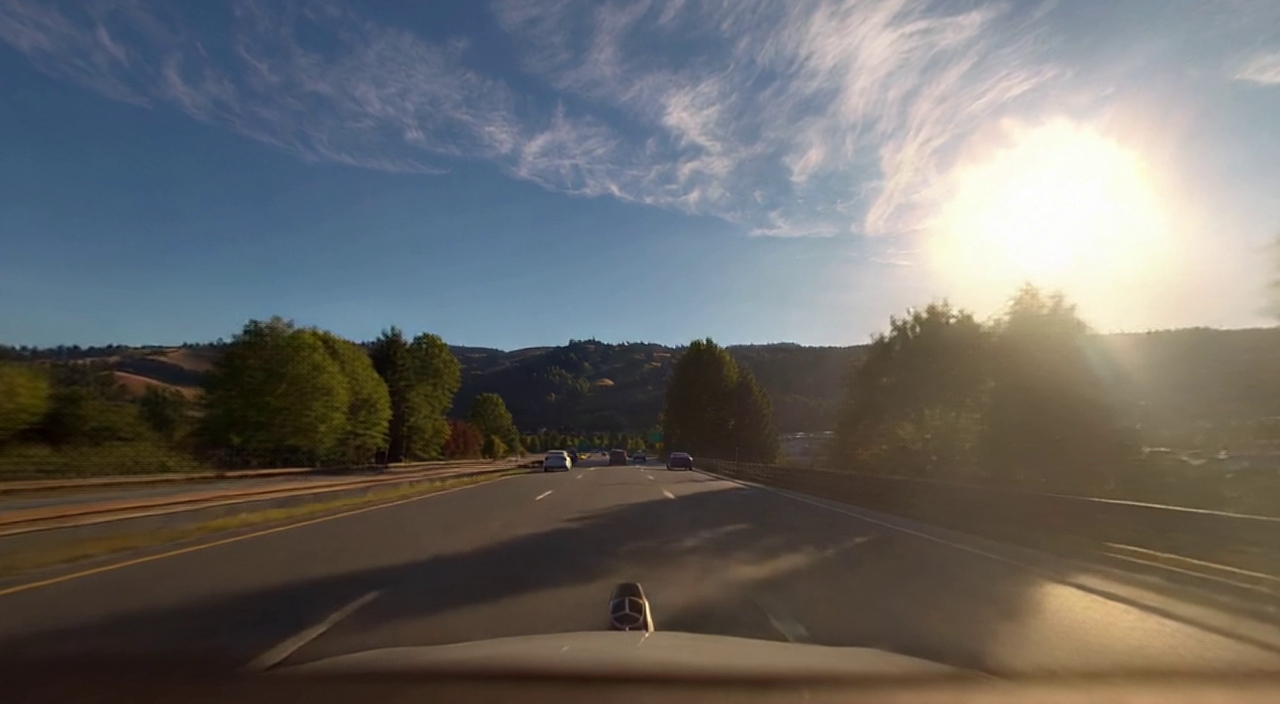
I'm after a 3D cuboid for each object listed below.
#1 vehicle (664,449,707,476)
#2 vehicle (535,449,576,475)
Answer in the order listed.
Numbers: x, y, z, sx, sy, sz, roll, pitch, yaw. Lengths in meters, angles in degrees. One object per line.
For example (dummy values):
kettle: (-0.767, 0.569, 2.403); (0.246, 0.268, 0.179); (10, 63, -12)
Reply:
vehicle: (2.584, 6.399, 36.750); (2.019, 1.475, 4.301); (0, -9, -2)
vehicle: (-4.972, 6.524, 37.516); (1.955, 1.468, 3.637); (0, -9, 0)
